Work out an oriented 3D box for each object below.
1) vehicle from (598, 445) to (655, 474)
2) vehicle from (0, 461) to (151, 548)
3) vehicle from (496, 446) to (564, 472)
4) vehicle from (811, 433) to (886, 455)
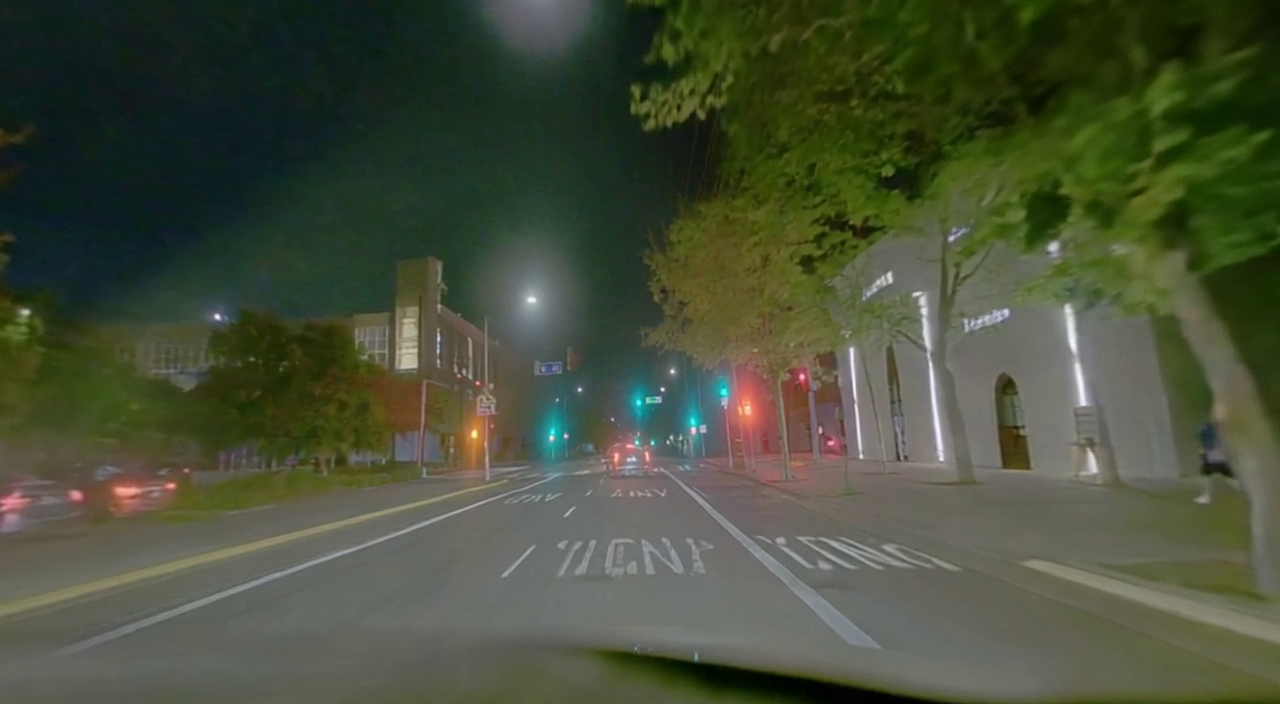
[{"bbox_3d":[-0.830,5.945,35.190,2.118,1.478,4.624,2,-9,-15],"label":"vehicle"},{"bbox_3d":[-13.058,3.145,13.126,4.226,1.575,2.124,-4,-10,9],"label":"vehicle"},{"bbox_3d":[-7.764,7.530,44.664,4.472,1.736,1.874,-4,-10,27],"label":"vehicle"},{"bbox_3d":[14.582,6.467,44.359,4.632,1.484,1.907,0,-8,-1],"label":"vehicle"}]
